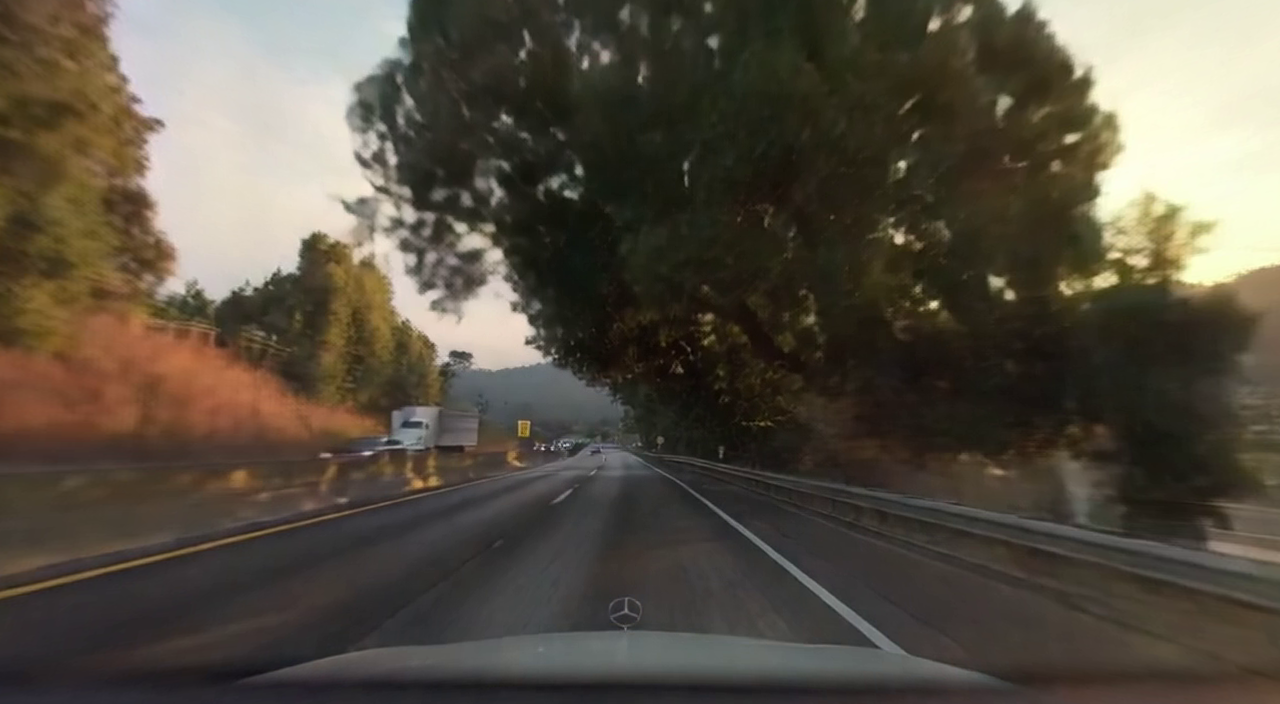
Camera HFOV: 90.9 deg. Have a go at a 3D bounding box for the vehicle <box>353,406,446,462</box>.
[{"bbox_3d":[-17.081,6.081,45.723,2.903,3.554,10.284,0,-9,-1],"label":"vehicle"}]
